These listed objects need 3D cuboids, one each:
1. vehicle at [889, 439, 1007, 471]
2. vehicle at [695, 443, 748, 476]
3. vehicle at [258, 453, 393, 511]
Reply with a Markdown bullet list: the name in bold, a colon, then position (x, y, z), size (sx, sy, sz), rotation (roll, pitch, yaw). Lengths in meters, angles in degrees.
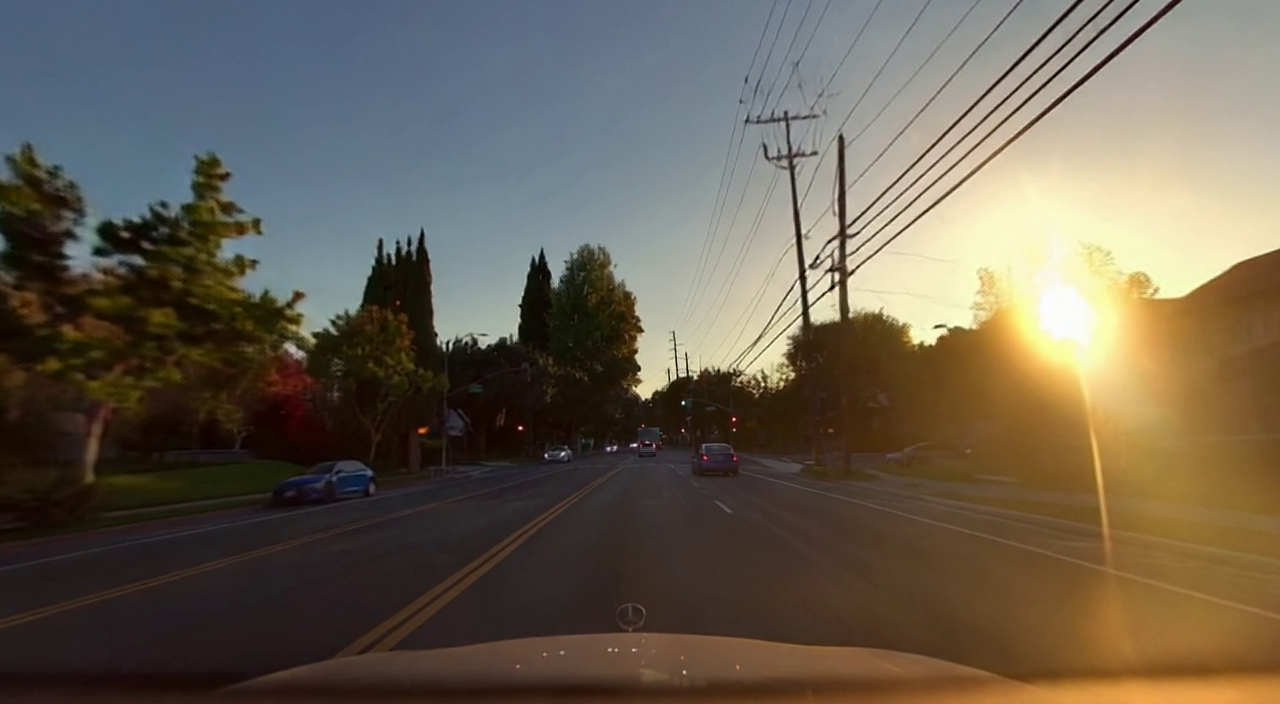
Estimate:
- **vehicle**: position (15.011, 5.030, 30.824), size (4.838, 1.474, 1.873), rotation (1, -8, -6)
- **vehicle**: position (3.855, 5.186, 30.688), size (1.951, 1.479, 4.487), rotation (0, -8, -1)
- **vehicle**: position (-10.032, 4.132, 20.611), size (2.032, 1.452, 4.656), rotation (-2, -7, 0)
